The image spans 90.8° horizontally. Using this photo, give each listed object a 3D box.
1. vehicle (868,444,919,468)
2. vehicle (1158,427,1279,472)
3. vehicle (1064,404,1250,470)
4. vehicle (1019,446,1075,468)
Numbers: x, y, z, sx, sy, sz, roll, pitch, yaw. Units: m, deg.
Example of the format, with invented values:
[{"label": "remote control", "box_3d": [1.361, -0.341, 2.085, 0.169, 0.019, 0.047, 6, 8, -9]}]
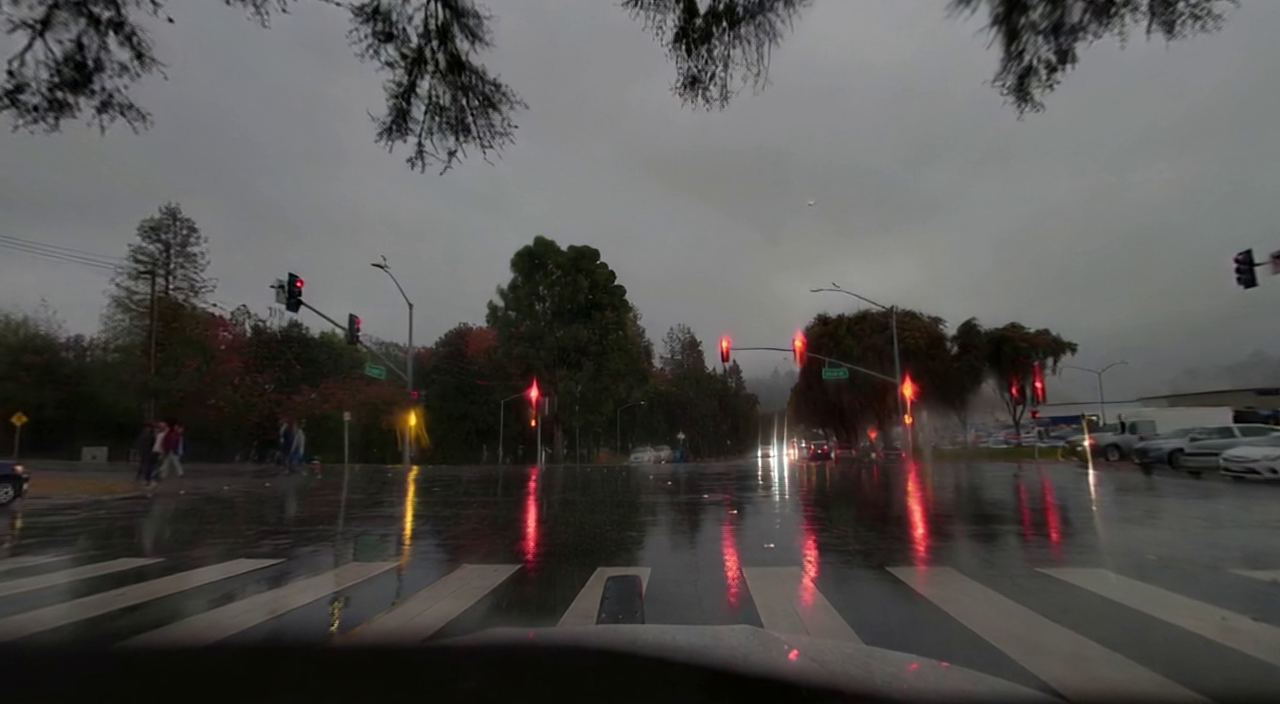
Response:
[{"label": "vehicle", "box_3d": [17.500, 7.189, 43.766, 1.789, 1.557, 4.293, 0, -9, 1]}, {"label": "vehicle", "box_3d": [21.272, 3.377, 21.964, 4.740, 1.464, 1.876, -1, -9, 3]}, {"label": "vehicle", "box_3d": [22.962, 3.832, 28.331, 5.855, 2.746, 2.523, -1, -9, 3]}, {"label": "vehicle", "box_3d": [27.682, 7.133, 43.088, 1.589, 1.405, 3.633, -1, -9, 5]}]
